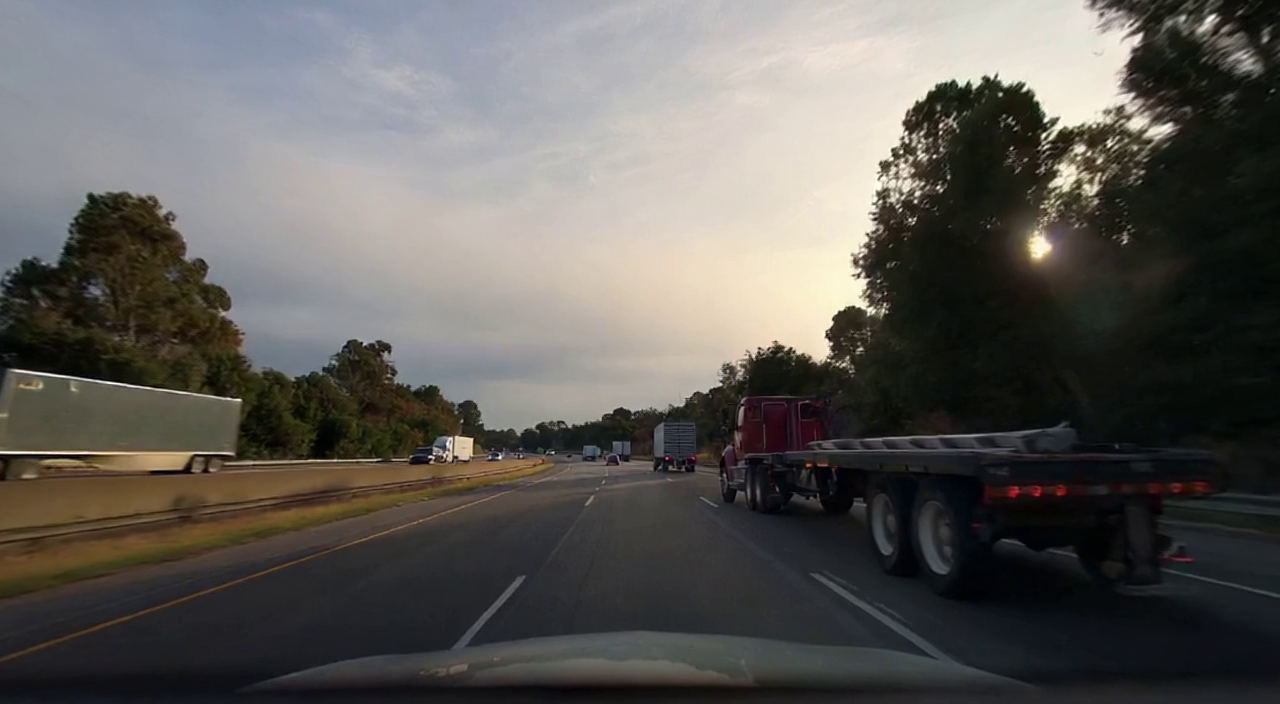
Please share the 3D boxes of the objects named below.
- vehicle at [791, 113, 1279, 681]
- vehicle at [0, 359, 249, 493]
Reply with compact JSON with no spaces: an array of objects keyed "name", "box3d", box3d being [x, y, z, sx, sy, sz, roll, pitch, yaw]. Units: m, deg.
[{"name":"vehicle","box3d":[4.319,0.738,7.877,2.832,3.839,7.263,0,-9,-1]},{"name":"vehicle","box3d":[-21.030,3.088,24.402,2.921,4.005,14.421,0,-9,-2]}]
